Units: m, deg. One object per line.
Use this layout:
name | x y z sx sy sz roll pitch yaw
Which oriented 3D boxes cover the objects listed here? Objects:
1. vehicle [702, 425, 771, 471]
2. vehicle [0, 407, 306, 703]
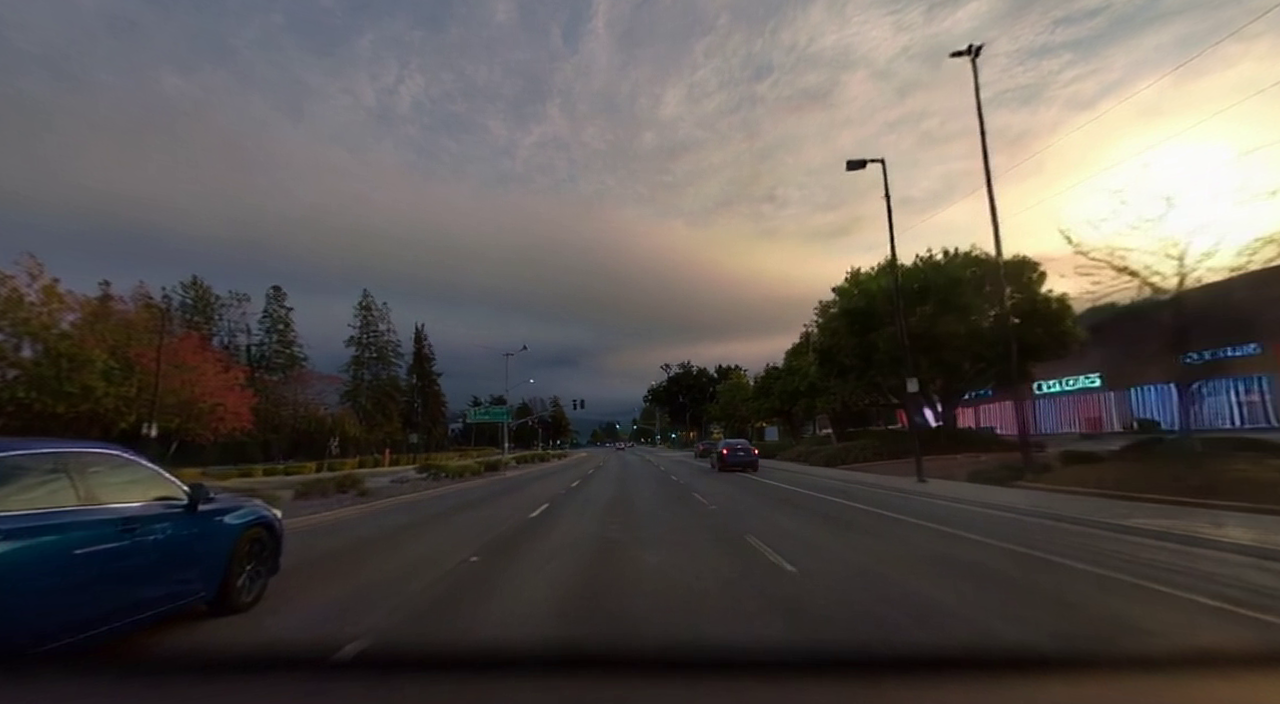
vehicle | 4.597 4.715 31.141 2.476 2.016 5.586 0 -8 0
vehicle | -3.888 1.047 3.209 2.017 1.470 4.293 0 -8 0
